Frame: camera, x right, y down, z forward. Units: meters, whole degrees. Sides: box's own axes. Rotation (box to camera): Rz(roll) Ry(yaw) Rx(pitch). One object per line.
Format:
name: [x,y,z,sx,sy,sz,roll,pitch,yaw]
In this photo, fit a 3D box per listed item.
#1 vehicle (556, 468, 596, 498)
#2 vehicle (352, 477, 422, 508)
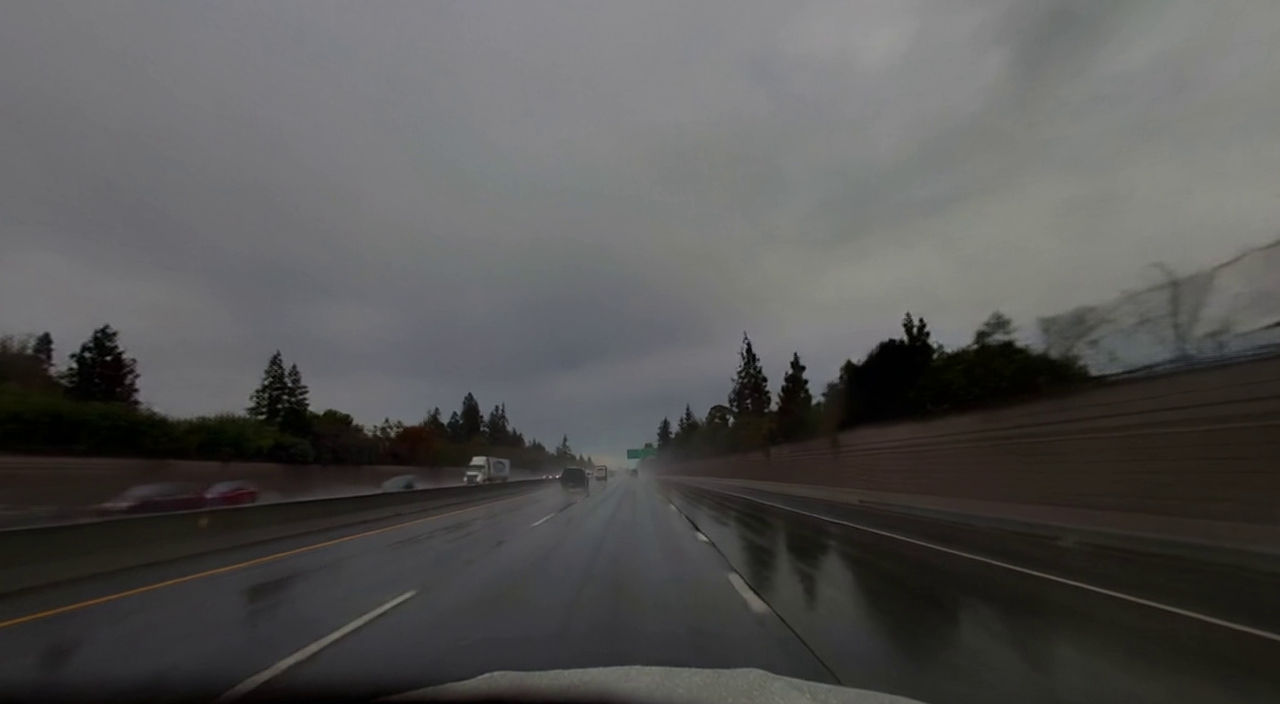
vehicle: [-3.517,7.277,35.195,1.863,1.486,3.852,1,-10,-1]
vehicle: [-13.625,7.589,34.246,2.084,1.426,4.215,1,-10,-1]
